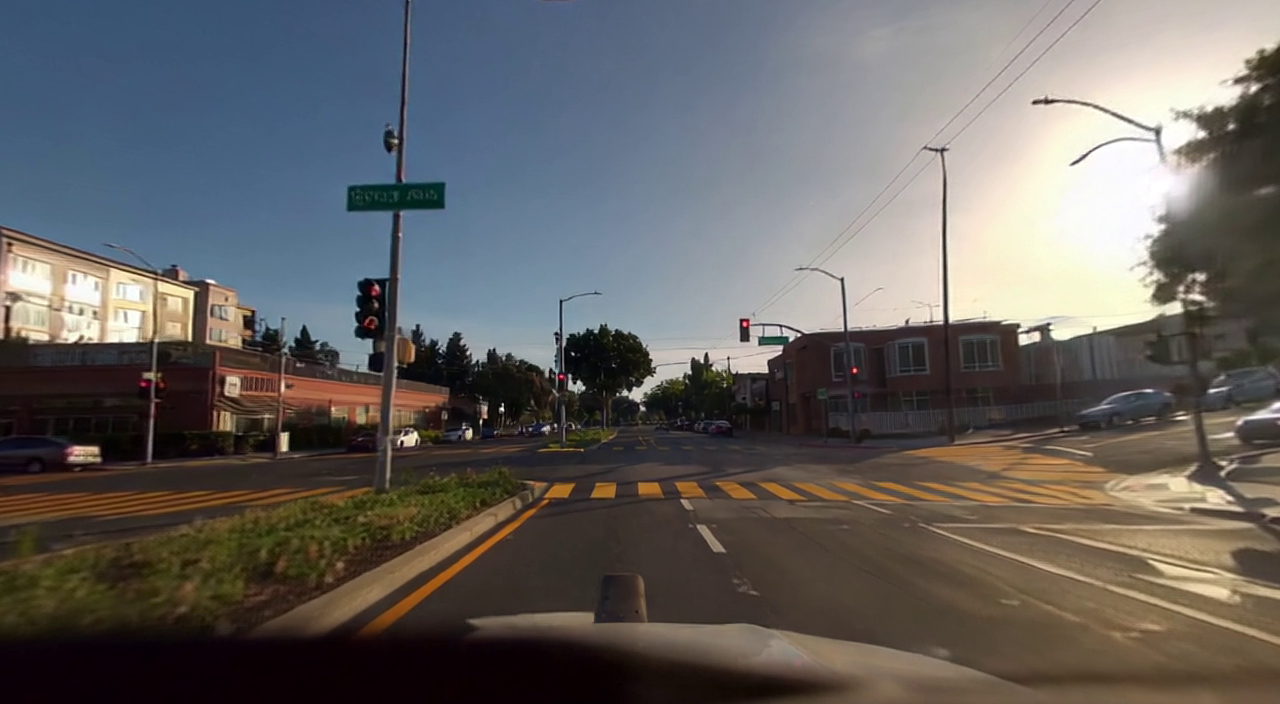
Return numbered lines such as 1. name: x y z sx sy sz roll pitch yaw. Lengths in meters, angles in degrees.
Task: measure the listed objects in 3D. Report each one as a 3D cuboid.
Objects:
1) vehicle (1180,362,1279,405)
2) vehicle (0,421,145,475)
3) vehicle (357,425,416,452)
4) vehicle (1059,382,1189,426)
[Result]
1. vehicle: 27.944 1.443 29.316 3.978 1.843 1.874 -2 -2 1
2. vehicle: -25.958 4.295 28.444 5.229 2.299 2.366 0 -8 1
3. vehicle: -18.494 6.389 46.469 2.225 1.871 5.189 0 -8 -1
4. vehicle: 22.206 2.367 29.079 4.531 1.753 1.964 -2 -2 -5
